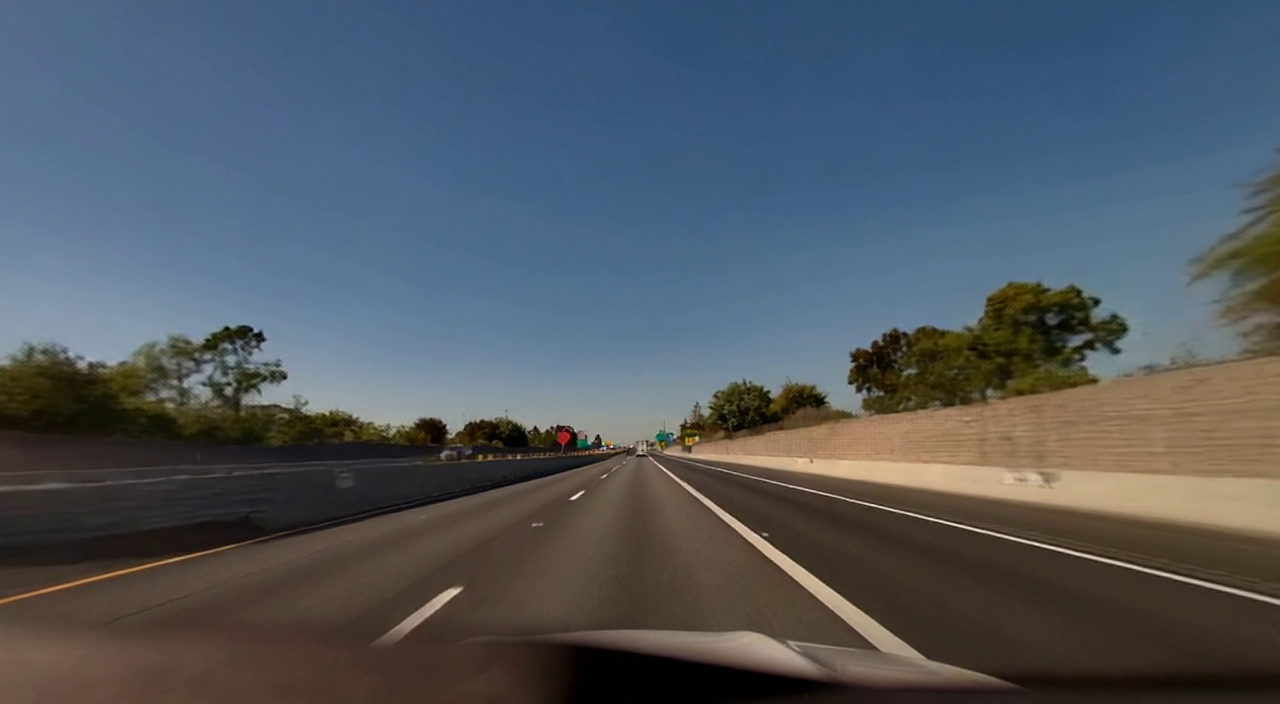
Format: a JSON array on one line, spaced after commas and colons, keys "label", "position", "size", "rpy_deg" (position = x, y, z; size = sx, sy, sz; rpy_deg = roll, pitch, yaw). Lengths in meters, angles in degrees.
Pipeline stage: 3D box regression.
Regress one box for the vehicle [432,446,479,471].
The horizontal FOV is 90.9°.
[{"label": "vehicle", "position": [-14.059, 8.106, 48.200], "size": [2.065, 1.832, 4.651], "rpy_deg": [0, -9, 2]}]
